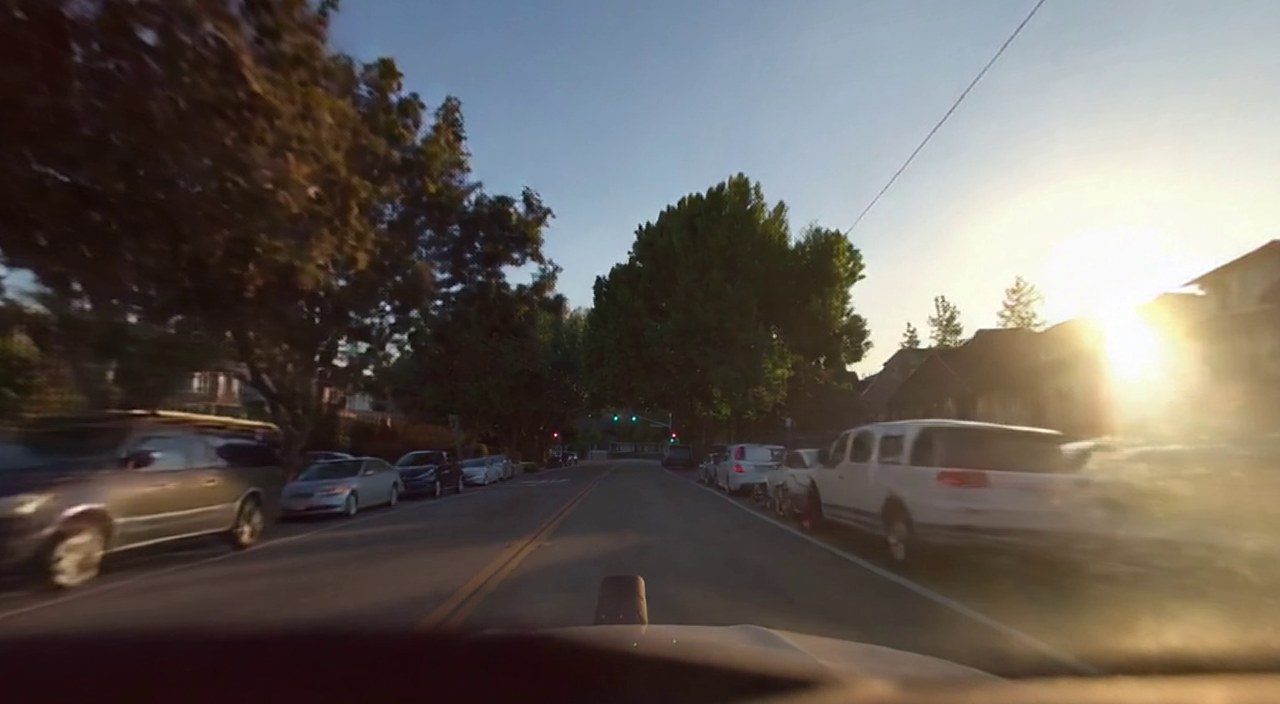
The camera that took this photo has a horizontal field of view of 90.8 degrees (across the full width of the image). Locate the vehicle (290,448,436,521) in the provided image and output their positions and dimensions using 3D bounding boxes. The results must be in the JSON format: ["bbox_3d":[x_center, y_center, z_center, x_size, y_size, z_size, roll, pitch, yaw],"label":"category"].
[{"bbox_3d":[-7.454,3.550,17.627,2.113,1.486,4.774,-2,-7,-2],"label":"vehicle"}]

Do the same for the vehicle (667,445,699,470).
[{"bbox_3d":[3.338,8.252,49.696,2.034,1.906,4.653,0,-8,-2],"label":"vehicle"}]

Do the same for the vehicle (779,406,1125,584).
[{"bbox_3d":[3.925,1.922,9.552,2.255,1.863,5.629,0,-8,-1],"label":"vehicle"}]

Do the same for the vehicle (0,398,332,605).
[{"bbox_3d":[-7.260,2.001,9.867,2.382,2.223,5.472,-3,-6,-3],"label":"vehicle"}]
